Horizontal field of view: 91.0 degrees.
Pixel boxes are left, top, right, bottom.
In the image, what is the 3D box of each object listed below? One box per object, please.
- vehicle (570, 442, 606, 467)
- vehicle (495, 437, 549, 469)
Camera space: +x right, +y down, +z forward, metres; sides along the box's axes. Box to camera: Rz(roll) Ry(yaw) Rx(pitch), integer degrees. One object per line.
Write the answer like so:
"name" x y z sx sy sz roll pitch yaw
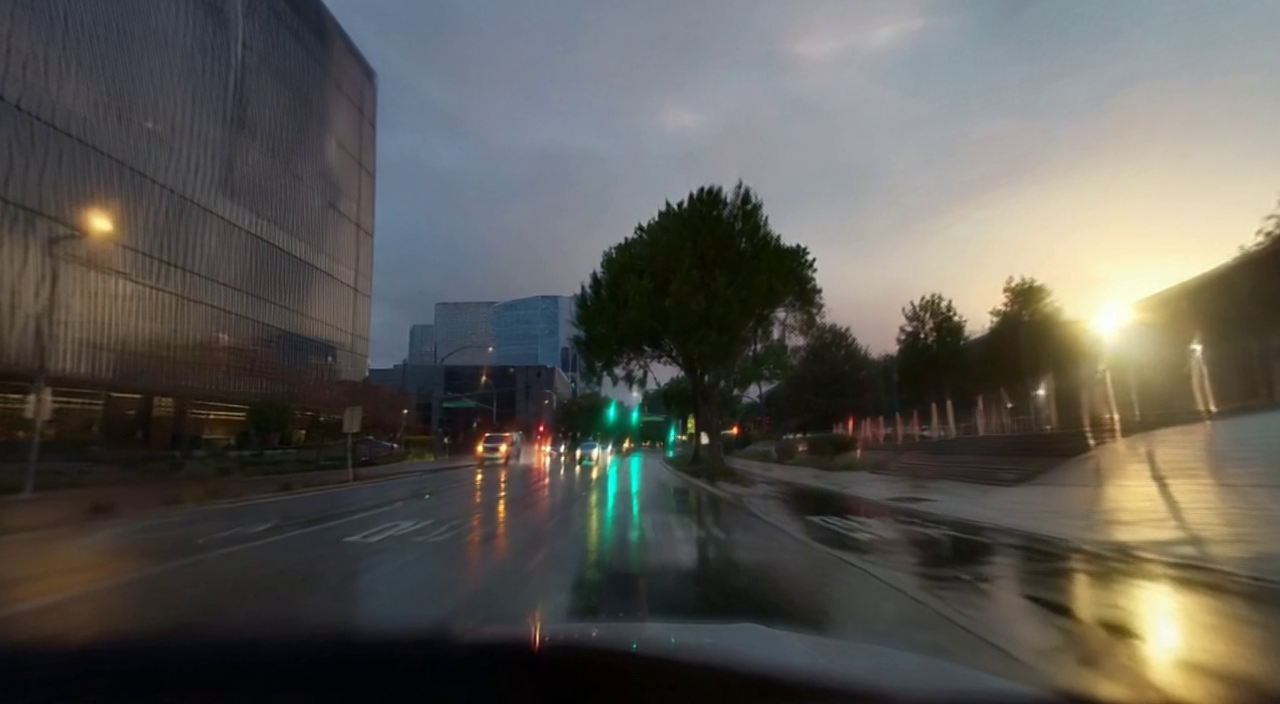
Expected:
"vehicle" -3.780 7.559 46.560 2.181 1.706 4.334 0 -9 1
"vehicle" -7.163 6.217 38.824 2.204 1.844 4.766 0 -9 2
